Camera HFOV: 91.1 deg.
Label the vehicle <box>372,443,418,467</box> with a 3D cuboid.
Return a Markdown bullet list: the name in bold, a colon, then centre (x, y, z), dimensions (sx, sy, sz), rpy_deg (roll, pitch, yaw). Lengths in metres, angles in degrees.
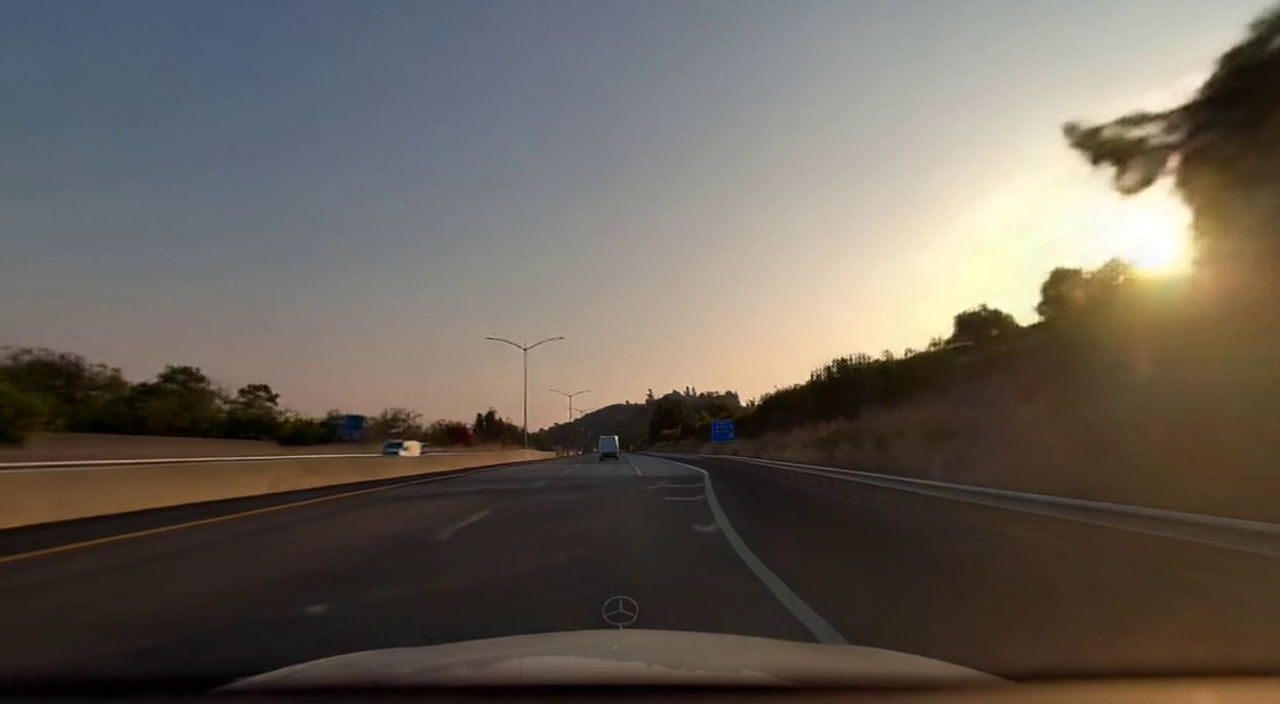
- **vehicle**: centre (-19.361, 8.128, 49.855), dimensions (1.982, 1.775, 4.245), rpy_deg (0, -9, -2)
